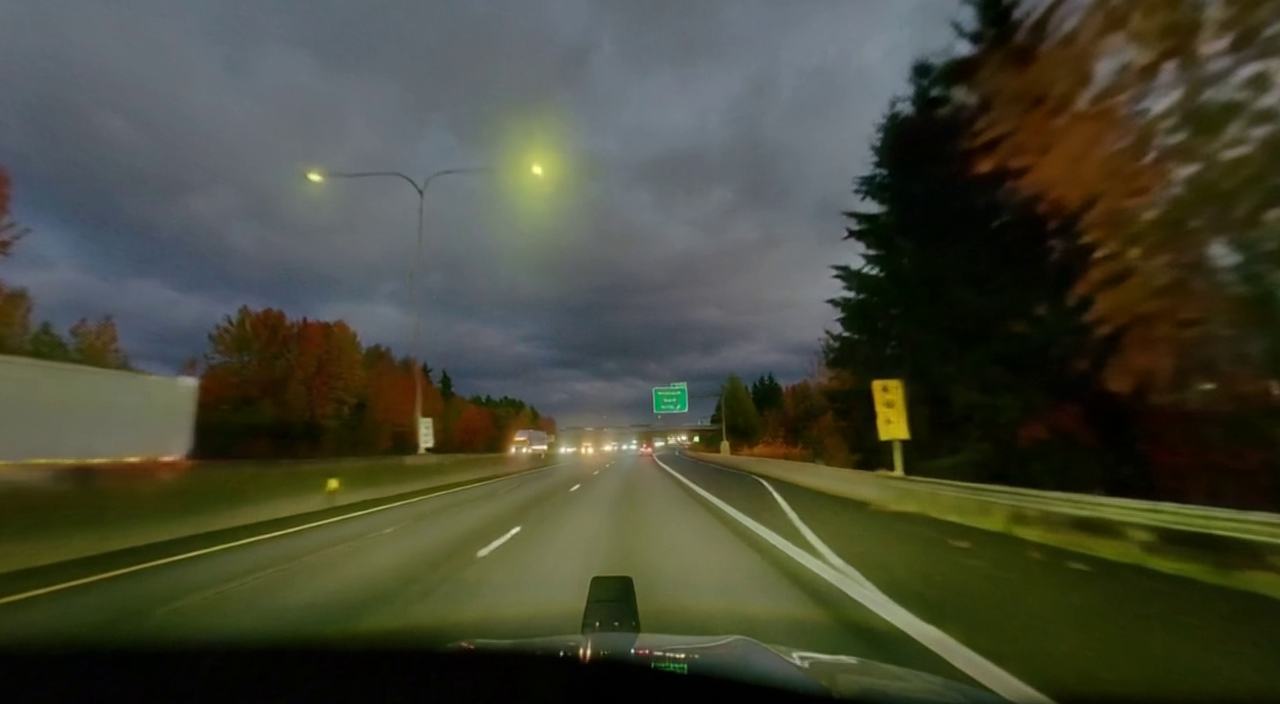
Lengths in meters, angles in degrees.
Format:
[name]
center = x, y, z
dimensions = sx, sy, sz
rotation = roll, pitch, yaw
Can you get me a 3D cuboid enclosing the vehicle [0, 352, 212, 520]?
[vehicle]
center = -17.010, 2.554, 18.457
dimensions = 2.926, 4.018, 8.294
rotation = 0, -9, -1
